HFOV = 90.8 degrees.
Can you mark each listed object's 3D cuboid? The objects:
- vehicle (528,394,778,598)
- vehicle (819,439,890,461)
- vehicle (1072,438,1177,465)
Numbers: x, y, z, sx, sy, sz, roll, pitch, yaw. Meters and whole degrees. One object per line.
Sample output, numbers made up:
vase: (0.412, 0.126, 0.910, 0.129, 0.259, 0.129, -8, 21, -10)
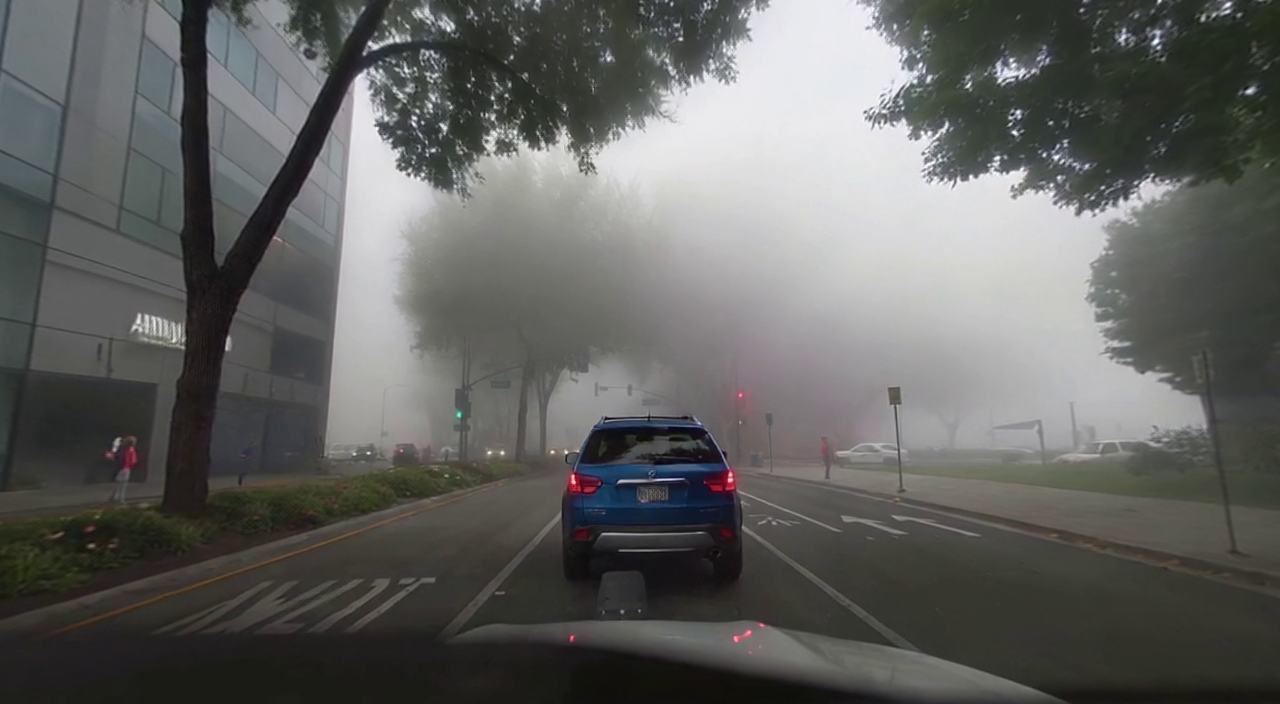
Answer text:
vehicle: (0.014, 1.555, 7.635, 2.183, 1.765, 4.059, 0, -9, -3)
vehicle: (15.410, 7.036, 45.454, 4.422, 1.563, 1.751, 0, -8, -1)
vehicle: (29.421, 6.055, 38.474, 4.571, 1.558, 2.171, 0, -9, -2)
